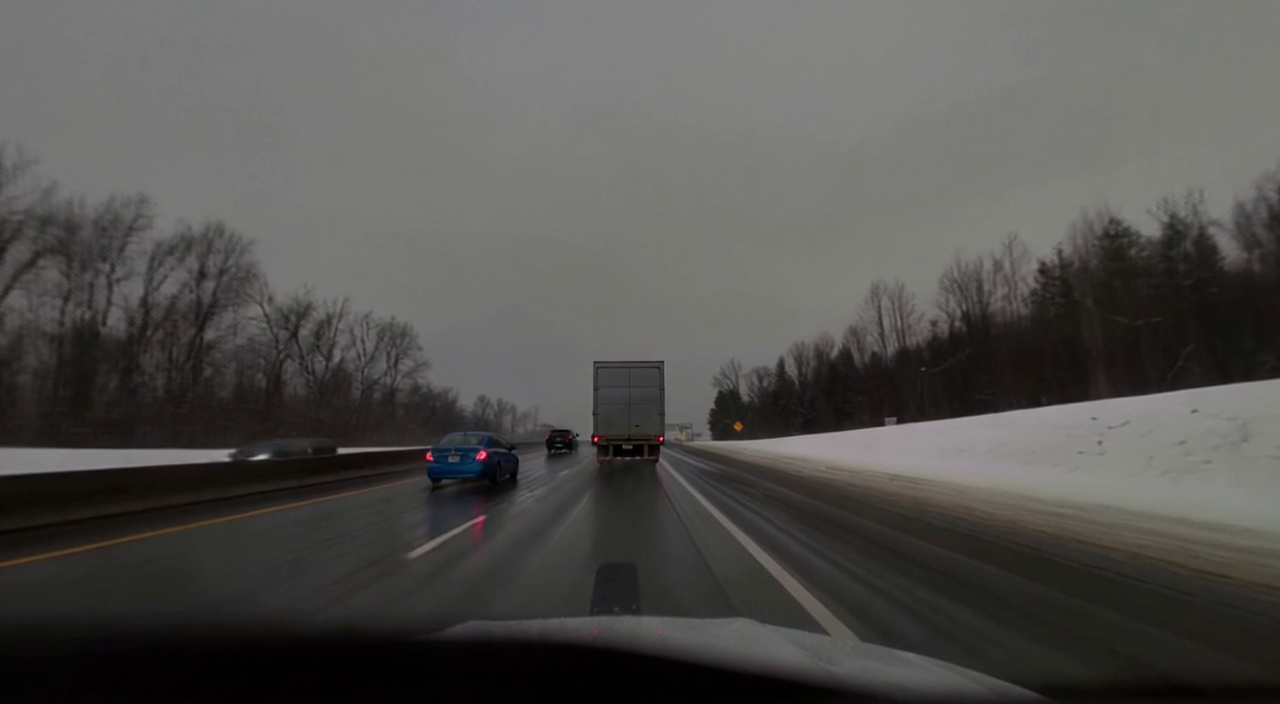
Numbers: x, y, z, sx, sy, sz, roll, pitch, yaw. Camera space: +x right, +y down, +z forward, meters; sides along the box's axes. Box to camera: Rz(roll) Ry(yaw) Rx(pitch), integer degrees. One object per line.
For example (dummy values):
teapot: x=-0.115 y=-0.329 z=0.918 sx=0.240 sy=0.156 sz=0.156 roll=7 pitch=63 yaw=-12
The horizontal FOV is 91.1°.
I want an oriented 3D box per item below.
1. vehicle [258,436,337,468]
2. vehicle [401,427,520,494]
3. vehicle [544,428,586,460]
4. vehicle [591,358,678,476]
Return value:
vehicle: x=-18.710 y=5.434 z=34.565 sx=1.960 sy=1.644 sz=4.246 roll=0 pitch=-8 yaw=-1
vehicle: x=-4.643 y=2.855 z=17.035 sx=1.931 sy=1.539 sz=4.441 roll=0 pitch=-8 yaw=0
vehicle: x=-4.590 y=5.681 z=39.047 sx=2.019 sy=1.834 sz=4.644 roll=0 pitch=-8 yaw=0
vehicle: x=-0.315 y=2.874 z=26.638 sx=2.953 sy=4.041 sz=10.072 roll=0 pitch=-8 yaw=-1
